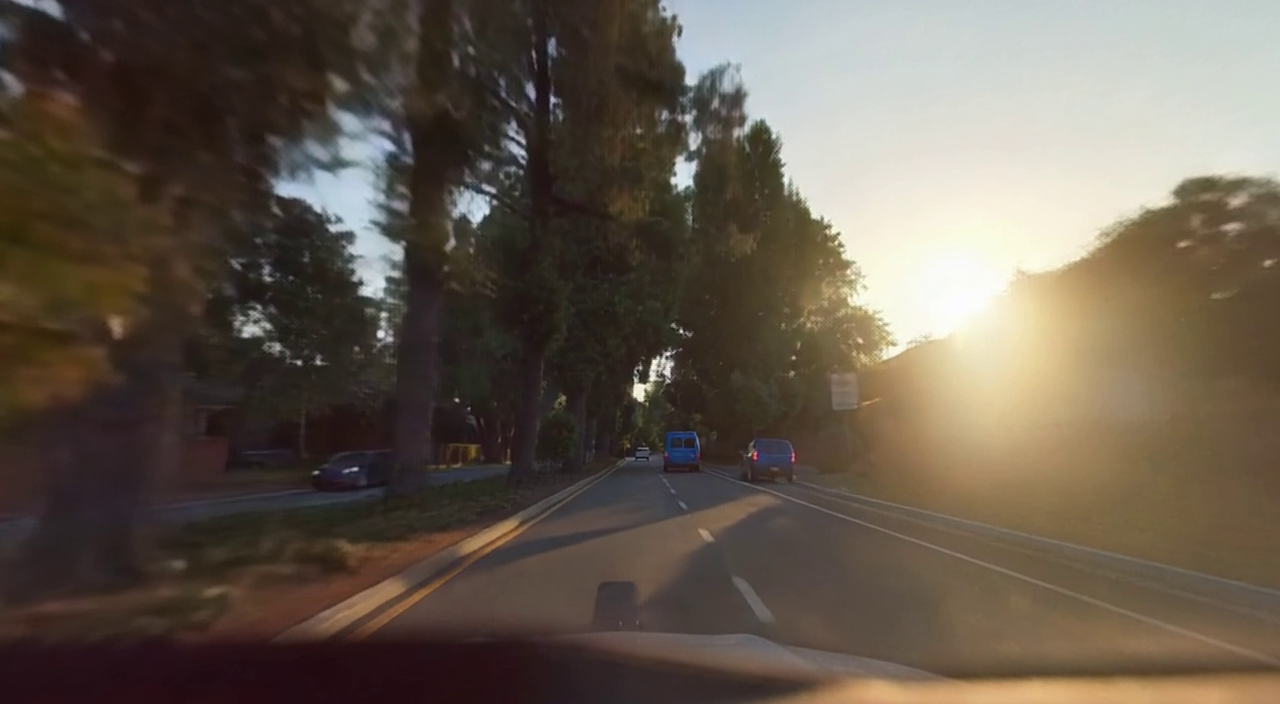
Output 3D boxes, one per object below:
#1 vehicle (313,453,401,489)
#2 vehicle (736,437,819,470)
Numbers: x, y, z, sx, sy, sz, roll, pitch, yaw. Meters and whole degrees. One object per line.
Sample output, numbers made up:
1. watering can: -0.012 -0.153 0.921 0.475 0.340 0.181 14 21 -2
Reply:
1. vehicle: -13.091 5.511 29.601 1.908 1.477 4.750 0 -8 0
2. vehicle: 9.137 6.784 42.328 4.990 2.142 2.488 0 -9 1
